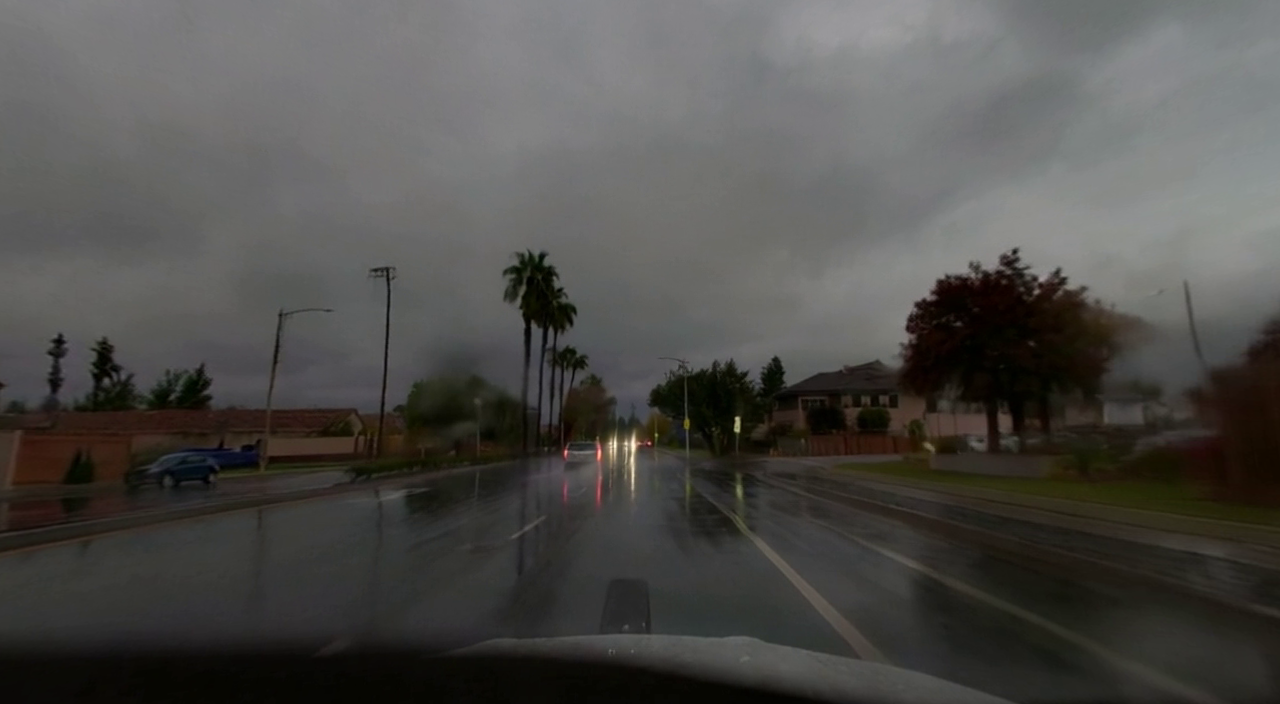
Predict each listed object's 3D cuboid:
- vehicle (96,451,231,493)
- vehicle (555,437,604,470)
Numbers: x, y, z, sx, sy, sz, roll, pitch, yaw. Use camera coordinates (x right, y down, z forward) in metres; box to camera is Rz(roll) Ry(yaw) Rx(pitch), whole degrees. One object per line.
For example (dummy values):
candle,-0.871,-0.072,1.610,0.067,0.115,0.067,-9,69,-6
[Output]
vehicle,-18.589,4.667,24.902,1.980,1.423,4.465,0,-8,-3
vehicle,-2.995,5.154,32.201,2.075,1.498,4.730,-1,-8,-1
